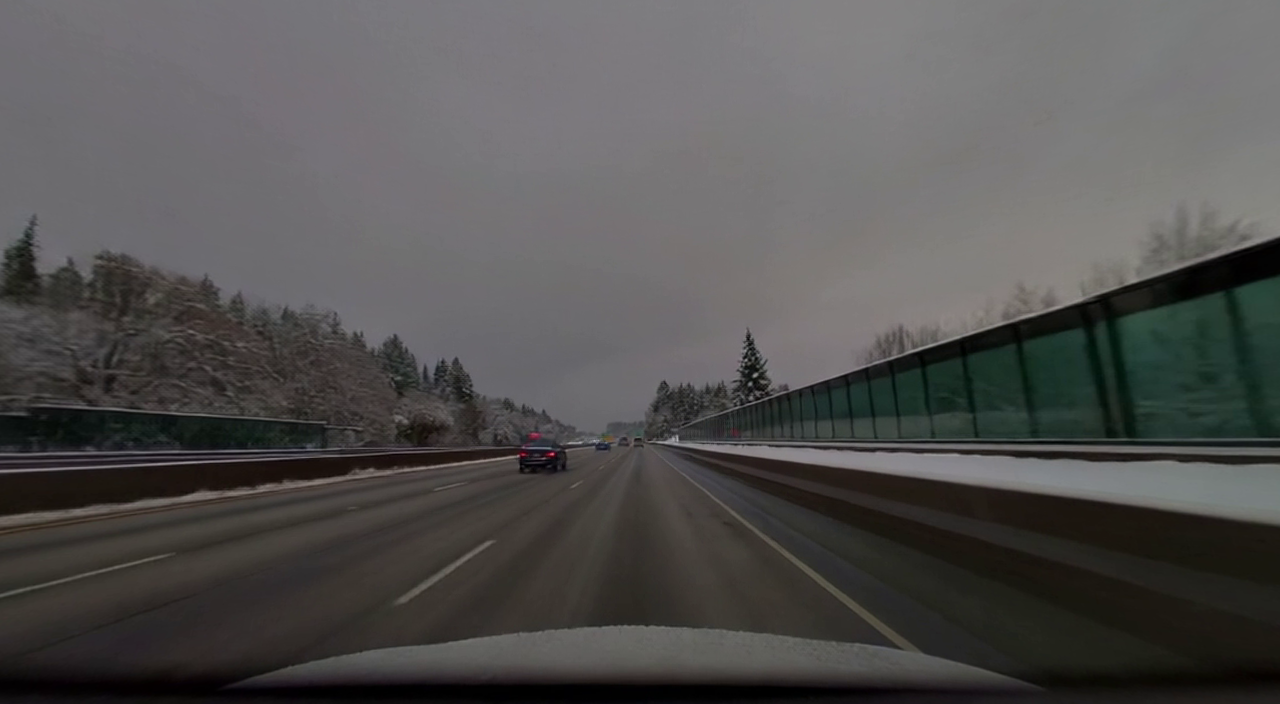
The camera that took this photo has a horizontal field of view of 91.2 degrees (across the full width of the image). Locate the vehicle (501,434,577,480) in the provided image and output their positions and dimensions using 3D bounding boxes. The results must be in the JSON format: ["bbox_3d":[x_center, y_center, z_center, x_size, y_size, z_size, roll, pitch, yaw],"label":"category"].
[{"bbox_3d":[-3.614,3.854,23.260,2.059,1.541,4.296,0,-8,0],"label":"vehicle"}]
